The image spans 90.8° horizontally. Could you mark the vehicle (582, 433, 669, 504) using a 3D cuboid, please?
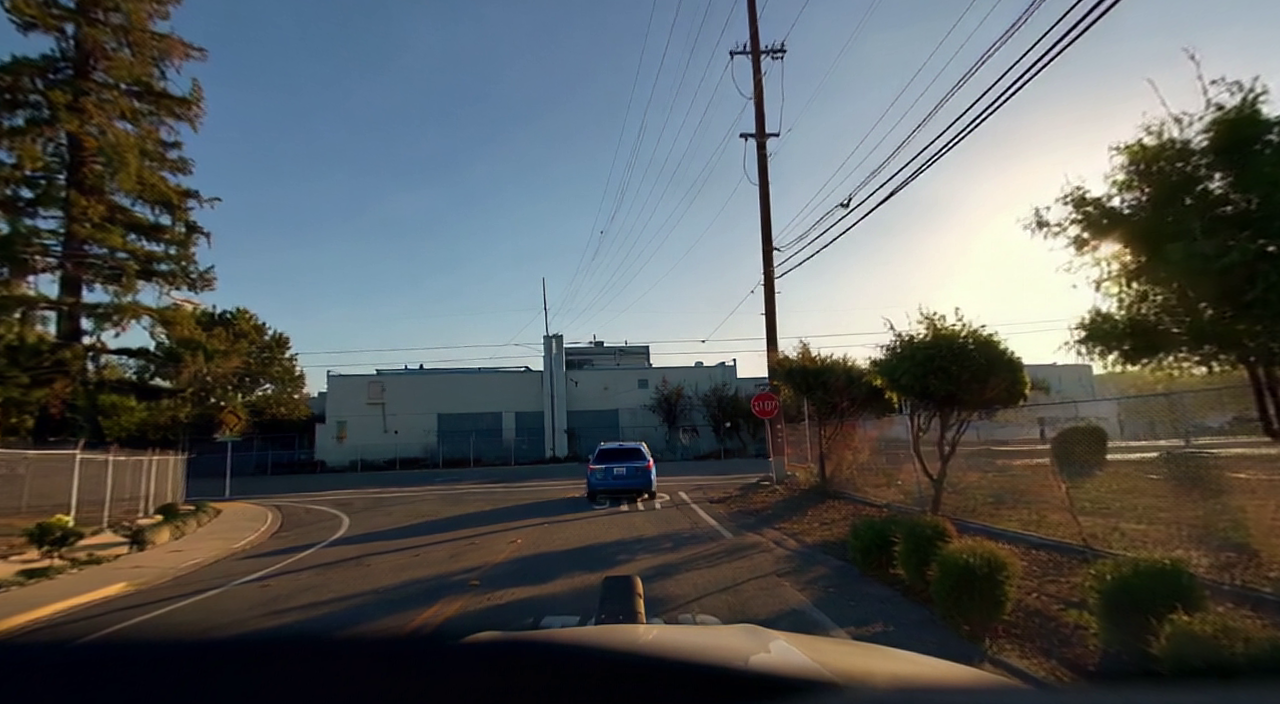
[{"bbox_3d":[-0.476,3.150,17.572,2.137,1.698,4.166,0,-8,-3],"label":"vehicle"}]
